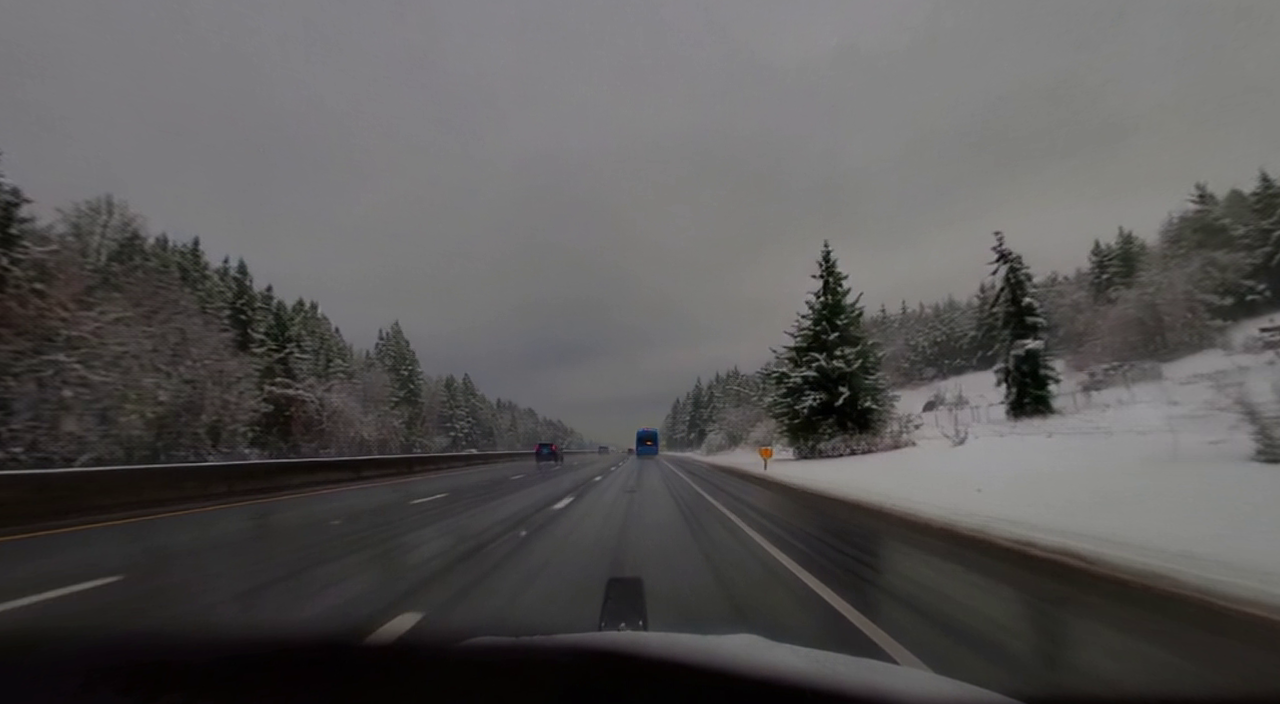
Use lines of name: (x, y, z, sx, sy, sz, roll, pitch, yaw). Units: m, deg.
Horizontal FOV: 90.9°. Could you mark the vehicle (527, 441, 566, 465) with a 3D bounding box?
vehicle: (-6.835, 7.452, 46.596, 2.080, 1.674, 4.660, 0, -8, 2)
